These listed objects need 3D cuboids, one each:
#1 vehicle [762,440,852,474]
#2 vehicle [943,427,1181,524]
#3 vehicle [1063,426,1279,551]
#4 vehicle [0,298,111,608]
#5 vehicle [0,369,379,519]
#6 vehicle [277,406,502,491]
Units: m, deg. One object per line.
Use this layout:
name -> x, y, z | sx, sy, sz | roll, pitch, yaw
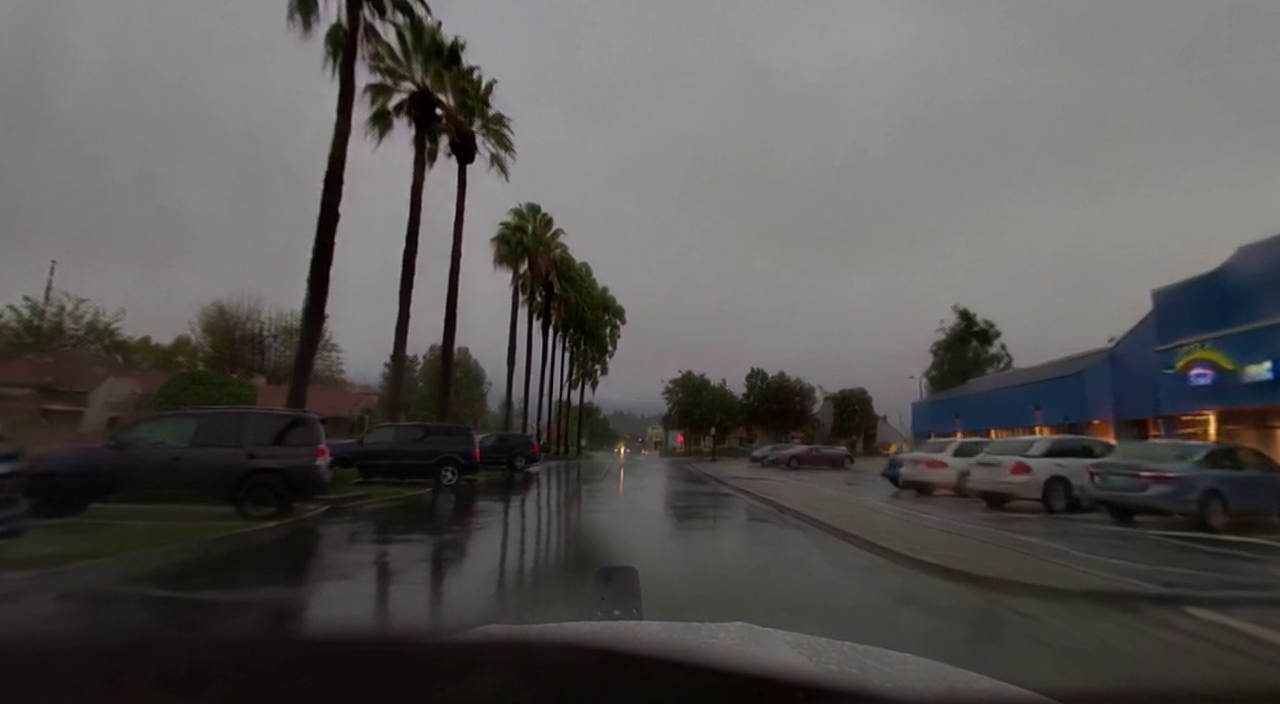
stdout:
vehicle -> 9.565, 6.046, 36.187 | 4.758, 1.759, 2.068 | 6, -11, -27
vehicle -> 9.469, 2.674, 14.162 | 4.916, 1.814, 2.232 | 5, -10, -28
vehicle -> 9.850, 2.261, 11.074 | 4.509, 1.759, 2.077 | 5, -10, -29
vehicle -> -6.507, 0.554, 3.317 | 5.210, 1.834, 2.281 | 5, -10, -28
vehicle -> -6.539, 1.431, 9.680 | 4.302, 1.804, 2.060 | 6, -11, -32
vehicle -> -6.088, 2.388, 15.661 | 4.763, 1.801, 2.013 | 6, -11, -34
